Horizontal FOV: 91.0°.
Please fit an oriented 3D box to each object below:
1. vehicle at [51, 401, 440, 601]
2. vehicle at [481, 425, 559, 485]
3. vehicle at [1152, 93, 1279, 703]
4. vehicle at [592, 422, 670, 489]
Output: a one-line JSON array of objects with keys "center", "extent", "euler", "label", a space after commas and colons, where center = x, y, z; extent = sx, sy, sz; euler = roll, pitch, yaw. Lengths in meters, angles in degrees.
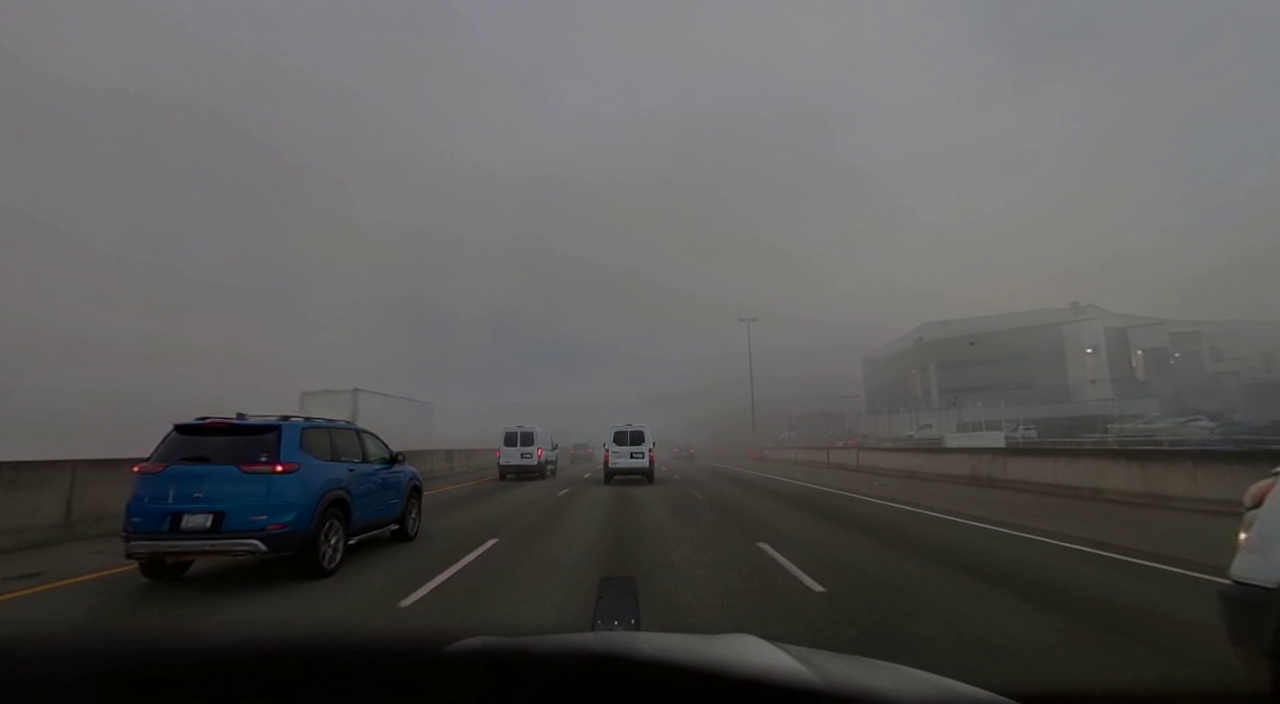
[{"center": [-4.124, 1.595, 7.698], "extent": [1.972, 1.703, 4.333], "euler": [0, -8, -1], "label": "vehicle"}, {"center": [-4.216, 3.683, 22.793], "extent": [2.038, 1.936, 4.300], "euler": [0, -8, -1], "label": "vehicle"}, {"center": [3.896, -0.087, 0.232], "extent": [2.427, 2.652, 5.769], "euler": [-1, -8, 0], "label": "vehicle"}, {"center": [-0.342, 3.367, 20.821], "extent": [2.304, 1.925, 4.282], "euler": [0, -8, -2], "label": "vehicle"}]
